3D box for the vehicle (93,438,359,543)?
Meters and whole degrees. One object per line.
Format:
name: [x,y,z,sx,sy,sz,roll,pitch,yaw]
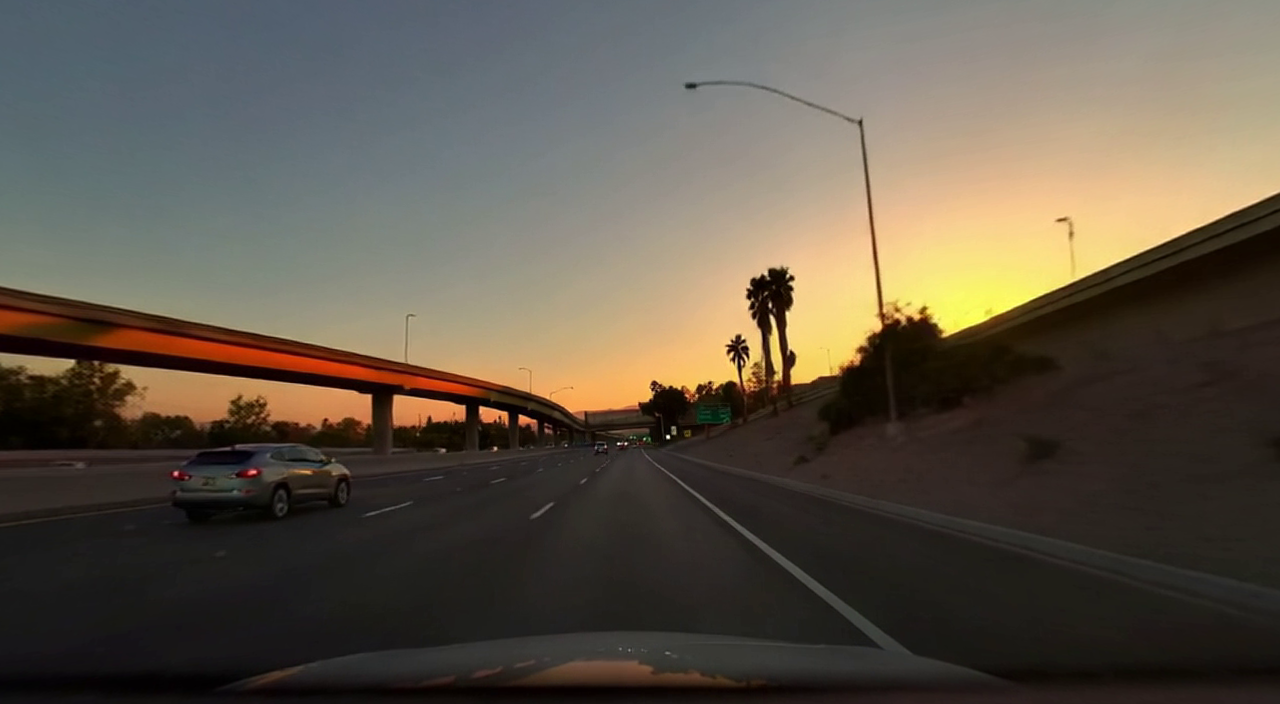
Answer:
vehicle: [-6.986,2.333,11.374,1.914,1.503,4.268,0,-8,-1]
